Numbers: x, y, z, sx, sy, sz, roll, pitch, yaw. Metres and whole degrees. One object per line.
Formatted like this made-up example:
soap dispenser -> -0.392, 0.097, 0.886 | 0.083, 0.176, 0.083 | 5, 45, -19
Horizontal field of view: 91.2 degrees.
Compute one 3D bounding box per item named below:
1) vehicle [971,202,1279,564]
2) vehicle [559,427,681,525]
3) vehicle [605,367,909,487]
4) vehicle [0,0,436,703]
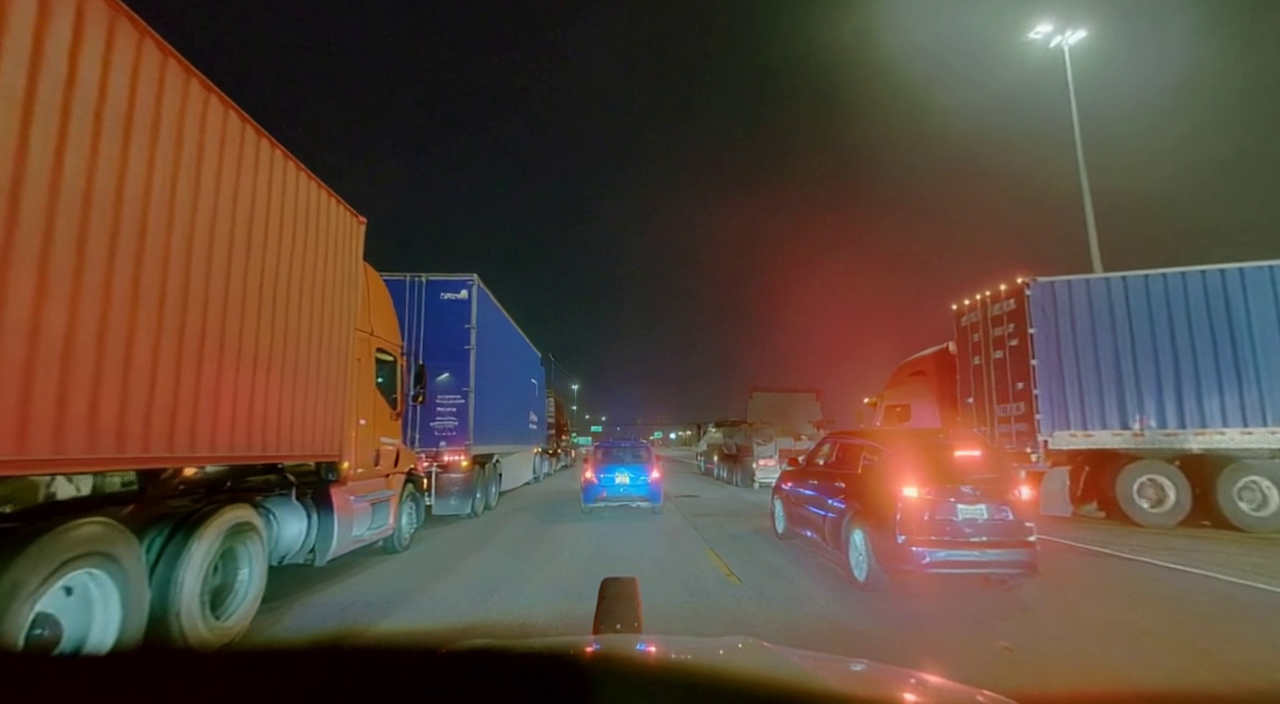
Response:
vehicle -> 11.149, 0.062, 5.887 | 13.564, 4.152, 3.110 | -9, -12, 42
vehicle -> -0.370, 2.484, 13.050 | 2.140, 1.682, 3.971 | 0, -9, 0
vehicle -> 4.095, 3.442, 28.032 | 2.877, 4.124, 14.516 | 3, -9, -41
vehicle -> -3.986, 0.234, 3.198 | 2.986, 3.391, 9.523 | 0, -9, -2
